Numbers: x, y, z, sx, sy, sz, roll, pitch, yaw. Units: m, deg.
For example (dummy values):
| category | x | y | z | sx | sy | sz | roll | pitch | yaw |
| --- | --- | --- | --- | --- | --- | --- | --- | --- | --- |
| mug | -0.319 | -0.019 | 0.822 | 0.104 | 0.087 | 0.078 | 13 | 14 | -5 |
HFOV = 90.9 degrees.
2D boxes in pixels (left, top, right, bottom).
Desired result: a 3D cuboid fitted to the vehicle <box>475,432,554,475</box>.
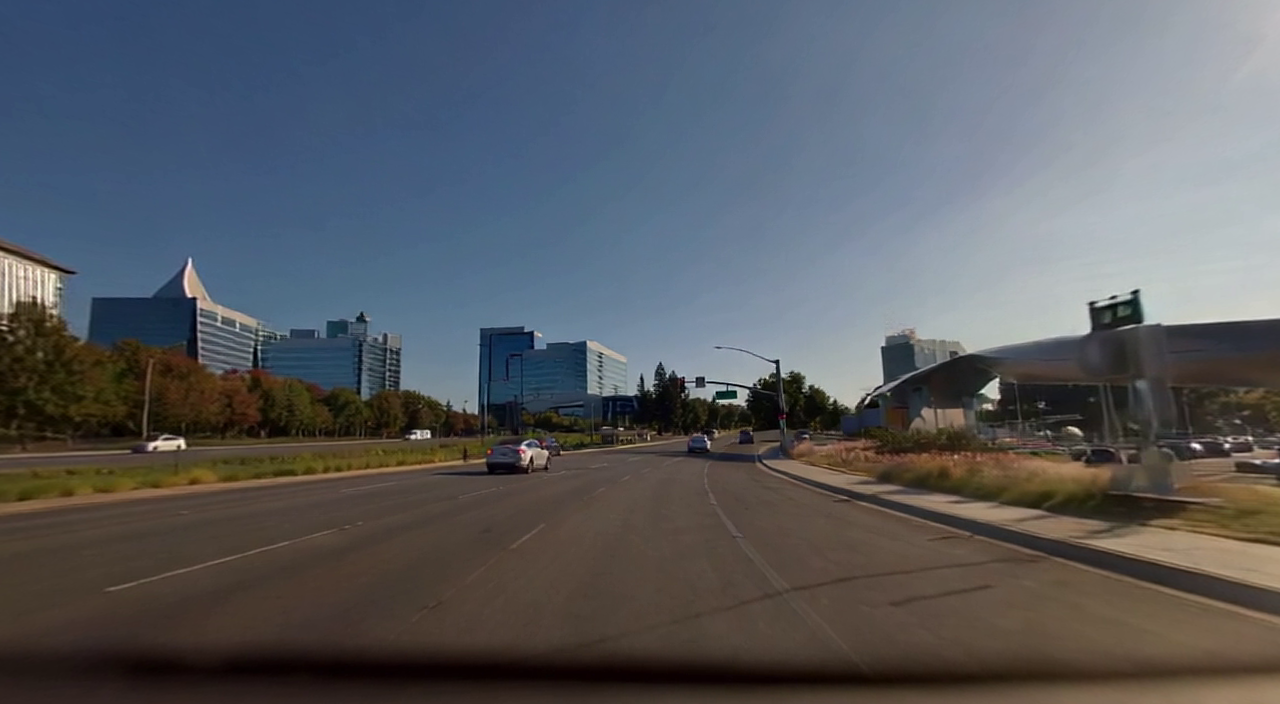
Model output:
| category | x | y | z | sx | sy | sz | roll | pitch | yaw |
| --- | --- | --- | --- | --- | --- | --- | --- | --- | --- |
| vehicle | -5.370 | 4.429 | 27.680 | 2.181 | 1.728 | 4.515 | -1 | -8 | 5 |
